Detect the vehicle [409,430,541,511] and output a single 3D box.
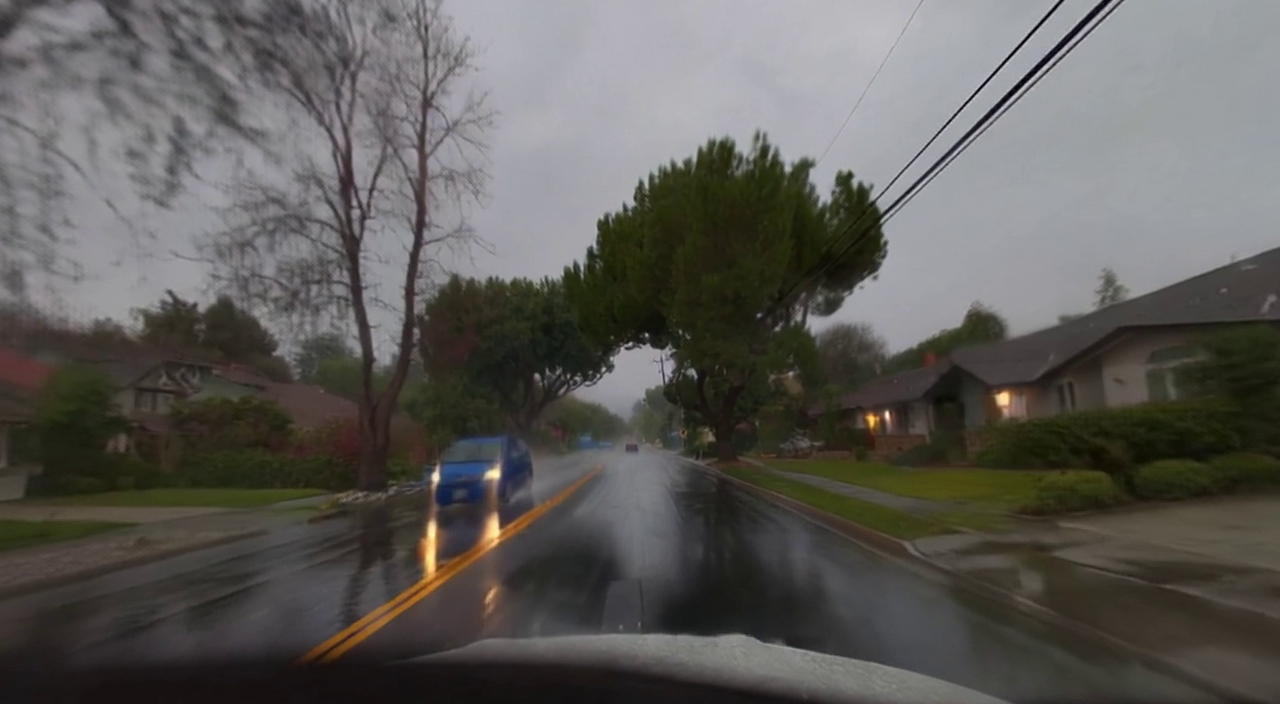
[{"bbox_3d":[-4.088,3.013,16.612,2.161,1.798,4.627,0,-8,1],"label":"vehicle"}]
